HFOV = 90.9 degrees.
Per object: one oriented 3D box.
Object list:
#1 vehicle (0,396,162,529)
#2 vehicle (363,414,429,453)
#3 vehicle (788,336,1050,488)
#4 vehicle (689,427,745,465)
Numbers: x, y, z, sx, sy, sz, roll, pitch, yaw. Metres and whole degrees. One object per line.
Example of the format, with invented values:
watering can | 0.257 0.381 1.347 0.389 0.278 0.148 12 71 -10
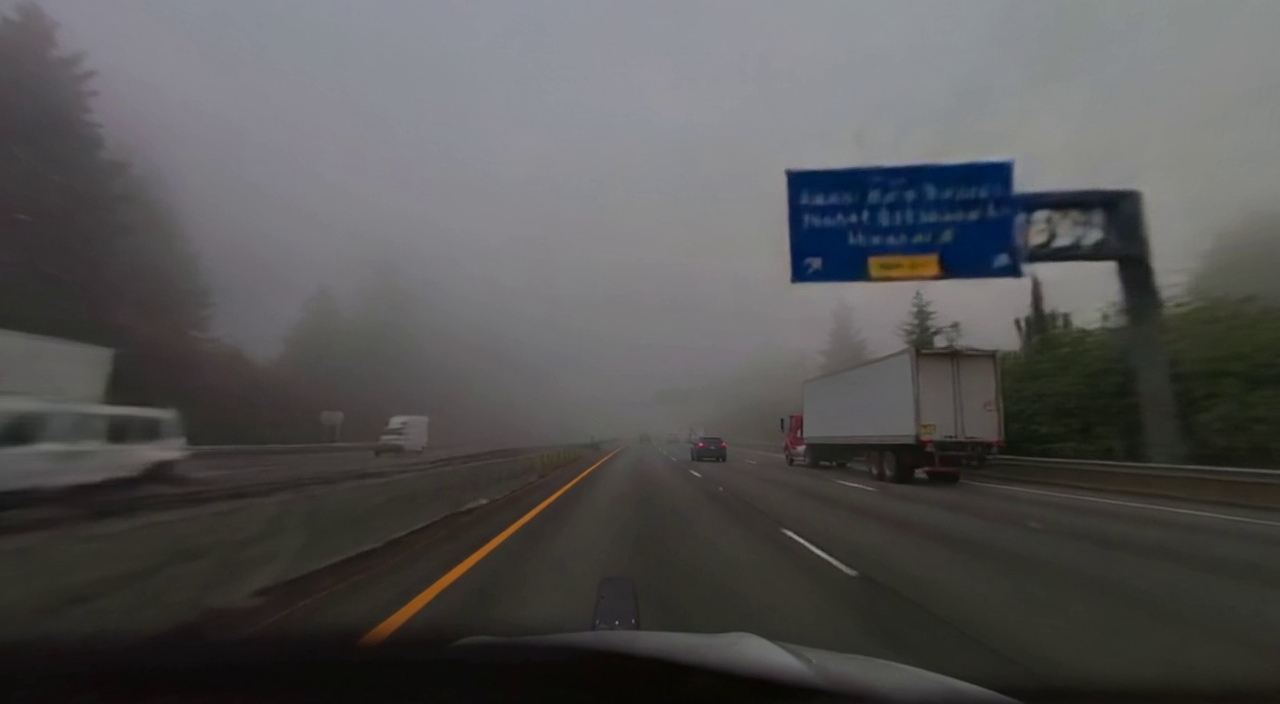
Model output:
vehicle | -8.968 1.435 8.264 1.978 1.644 4.368 0 -7 -1
vehicle | -17.017 5.767 44.374 2.368 2.548 5.444 0 -7 1
vehicle | 9.184 2.487 24.052 3.440 4.093 13.944 0 -7 -1
vehicle | 3.585 4.474 30.206 2.011 1.672 4.415 0 -7 -2
